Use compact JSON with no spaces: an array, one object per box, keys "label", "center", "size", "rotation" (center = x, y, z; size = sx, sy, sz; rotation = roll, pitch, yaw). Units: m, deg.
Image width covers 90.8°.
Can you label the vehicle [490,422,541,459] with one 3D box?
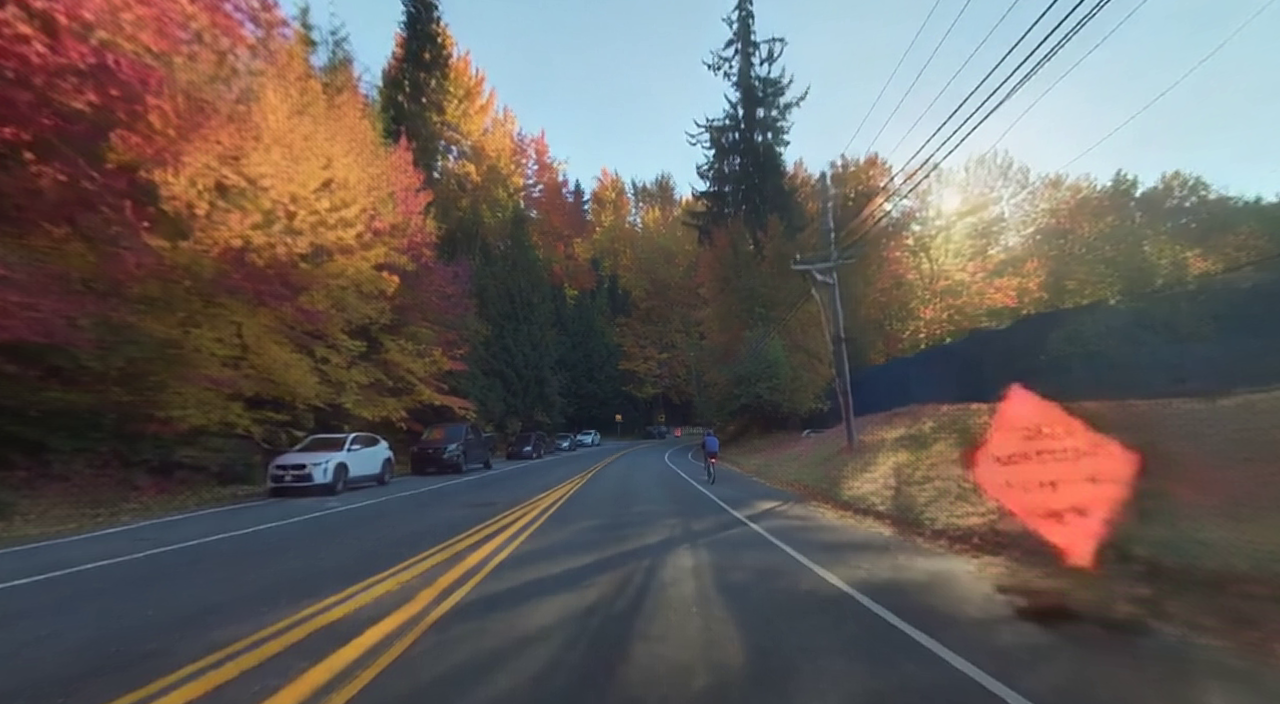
[{"label":"vehicle","center":[-7.288,5.277,37.484],"size":[1.955,1.908,4.680],"rotation":[-5,-9,0]}]

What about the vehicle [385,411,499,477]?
[{"label":"vehicle","center":[-7.273,3.488,23.964],"size":[2.312,2.075,5.748],"rotation":[-3,-9,2]}]

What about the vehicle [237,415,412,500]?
[{"label":"vehicle","center":[-7.739,2.617,16.119],"size":[1.991,1.759,4.443],"rotation":[-3,-8,4]}]
